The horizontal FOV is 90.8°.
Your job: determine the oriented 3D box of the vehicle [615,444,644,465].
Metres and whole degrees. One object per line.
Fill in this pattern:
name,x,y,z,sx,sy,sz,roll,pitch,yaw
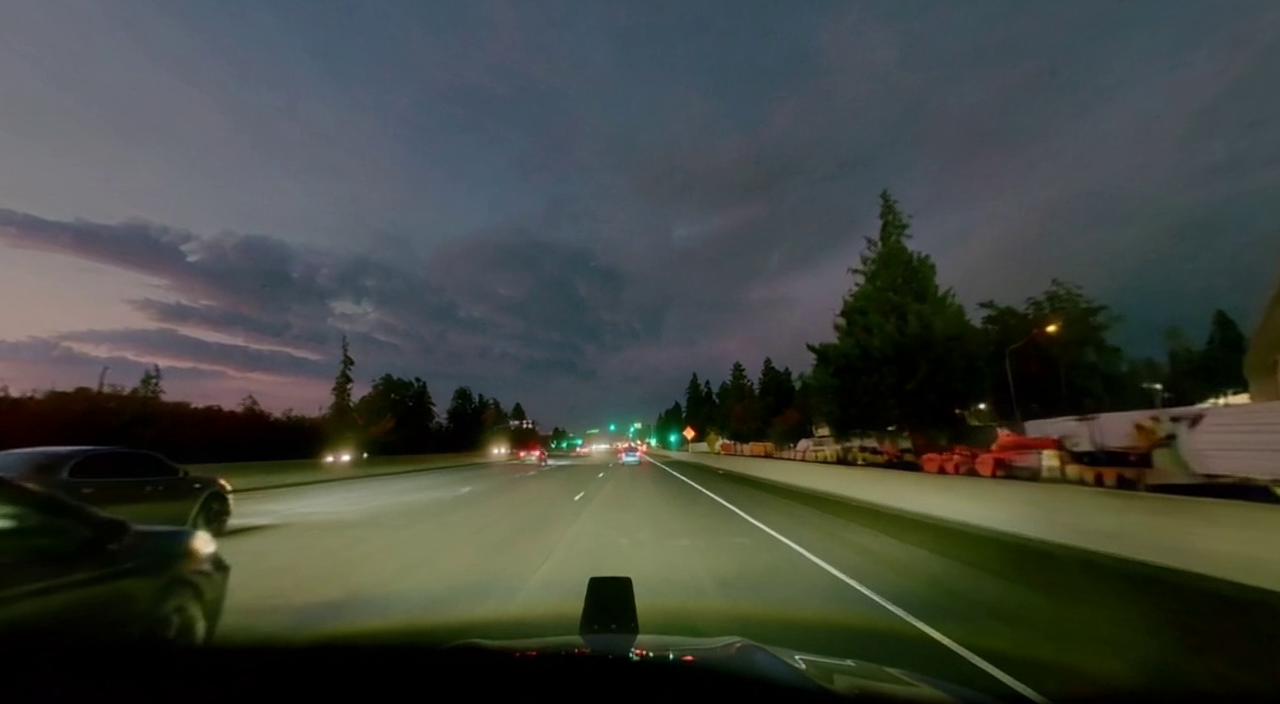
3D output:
vehicle,-0.738,7.537,46.714,2.051,1.459,4.092,0,-8,-1

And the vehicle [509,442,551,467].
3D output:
vehicle,-7.573,7.091,43.751,2.128,1.604,4.279,0,-8,0

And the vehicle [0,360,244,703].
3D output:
vehicle,-3.507,0.769,1.819,2.024,1.655,4.192,0,-9,-1
